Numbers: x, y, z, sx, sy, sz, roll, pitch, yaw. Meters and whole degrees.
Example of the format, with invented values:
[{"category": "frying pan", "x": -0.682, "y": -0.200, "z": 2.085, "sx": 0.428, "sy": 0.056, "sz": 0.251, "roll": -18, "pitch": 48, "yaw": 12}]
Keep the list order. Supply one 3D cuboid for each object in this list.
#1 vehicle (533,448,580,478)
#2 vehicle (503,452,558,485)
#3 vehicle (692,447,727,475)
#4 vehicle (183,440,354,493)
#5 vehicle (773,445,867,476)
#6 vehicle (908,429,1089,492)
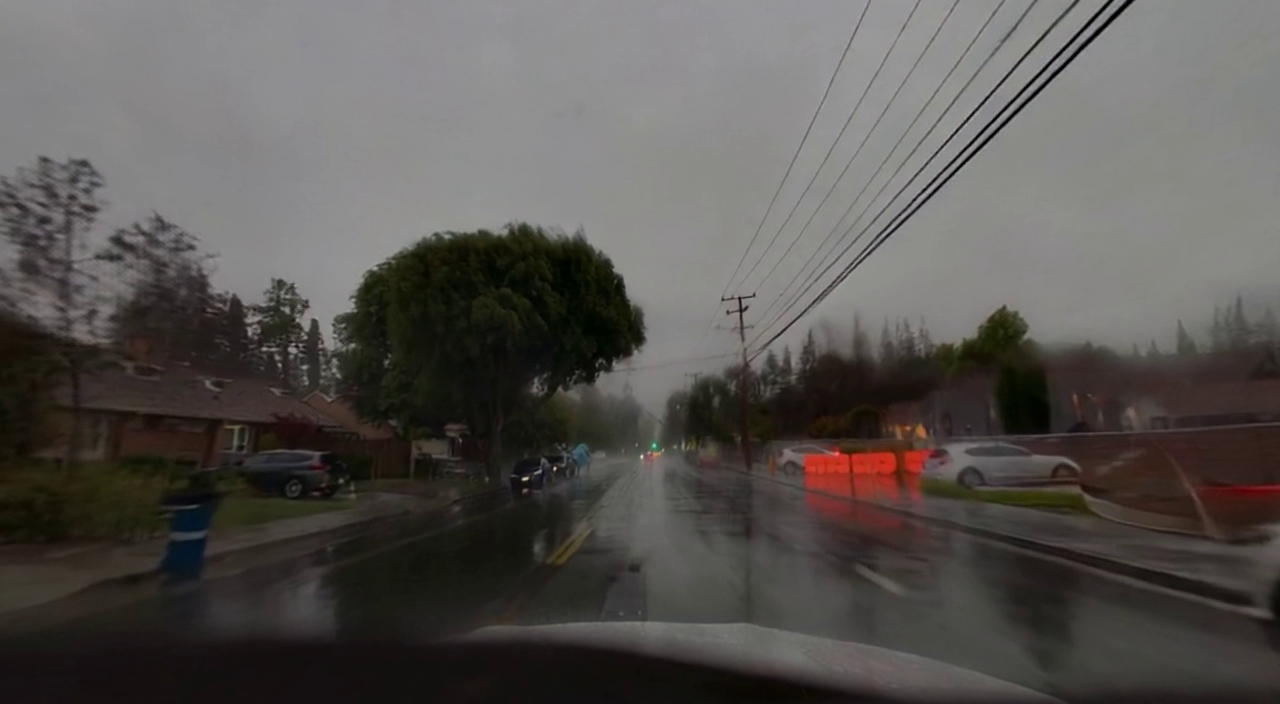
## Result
[{"category": "vehicle", "x": -5.362, "y": 7.286, "z": 41.245, "sx": 2.158, "sy": 1.837, "sz": 4.659, "roll": -1, "pitch": -11, "yaw": 3}, {"category": "vehicle", "x": -5.802, "y": 6.218, "z": 33.953, "sx": 1.771, "sy": 1.512, "sz": 4.281, "roll": 4, "pitch": -9, "yaw": 5}, {"category": "vehicle", "x": 4.893, "y": 7.758, "z": 44.935, "sx": 2.134, "sy": 1.863, "sz": 4.455, "roll": 0, "pitch": -9, "yaw": 2}, {"category": "vehicle", "x": -13.097, "y": 4.060, "z": 22.516, "sx": 4.752, "sy": 1.734, "sz": 1.998, "roll": 0, "pitch": -10, "yaw": 1}, {"category": "vehicle", "x": 10.683, "y": 6.447, "z": 37.719, "sx": 4.920, "sy": 1.759, "sz": 1.998, "roll": 0, "pitch": -10, "yaw": -2}, {"category": "vehicle", "x": 11.198, "y": 3.437, "z": 20.033, "sx": 4.399, "sy": 1.884, "sz": 2.071, "roll": 0, "pitch": -10, "yaw": -1}]
